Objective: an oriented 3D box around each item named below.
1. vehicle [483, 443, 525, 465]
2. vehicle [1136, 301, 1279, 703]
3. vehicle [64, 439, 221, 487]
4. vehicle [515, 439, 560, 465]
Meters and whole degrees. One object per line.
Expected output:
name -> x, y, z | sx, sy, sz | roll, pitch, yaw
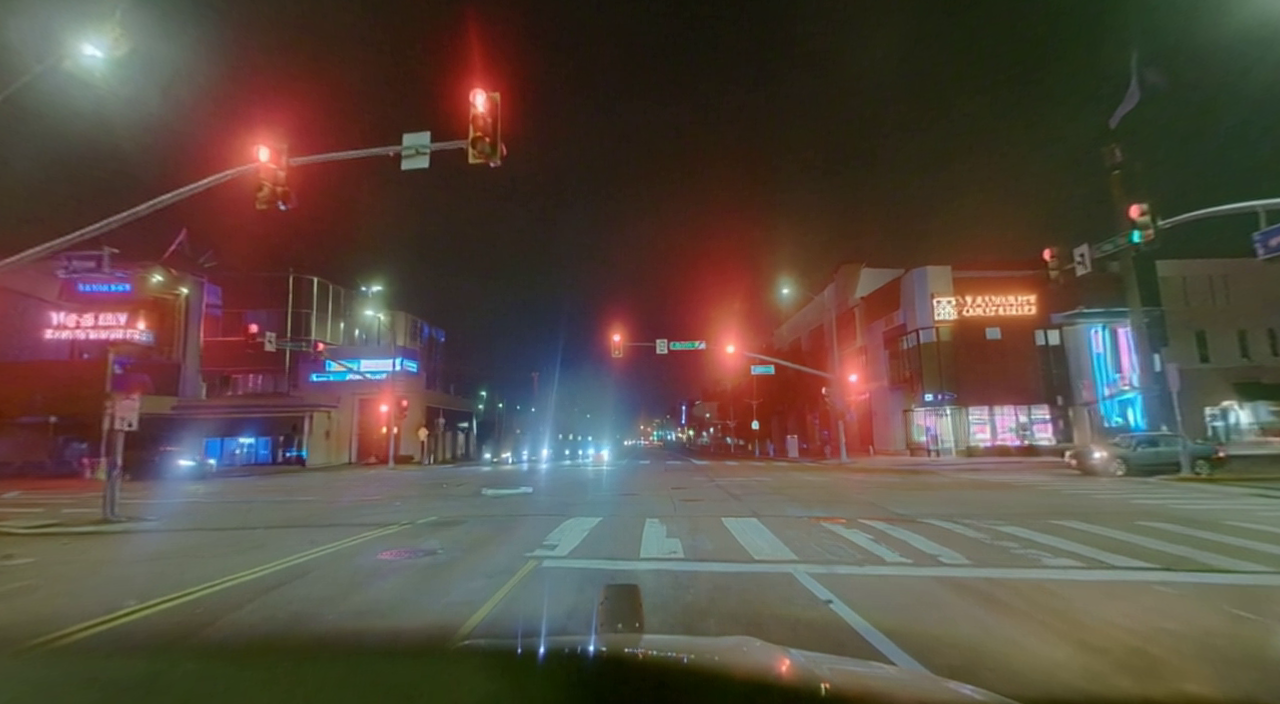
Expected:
vehicle -> -9.935, 7.465, 46.421 | 2.106, 1.505, 4.228 | 0, -9, 0
vehicle -> 2.935, 0.431, 0.124 | 2.049, 1.691, 4.447 | 0, -9, 1
vehicle -> -21.209, 4.702, 27.041 | 5.161, 1.910, 2.275 | -2, -9, 11
vehicle -> -6.882, 6.803, 43.087 | 2.181, 1.703, 4.512 | -1, -9, 2
